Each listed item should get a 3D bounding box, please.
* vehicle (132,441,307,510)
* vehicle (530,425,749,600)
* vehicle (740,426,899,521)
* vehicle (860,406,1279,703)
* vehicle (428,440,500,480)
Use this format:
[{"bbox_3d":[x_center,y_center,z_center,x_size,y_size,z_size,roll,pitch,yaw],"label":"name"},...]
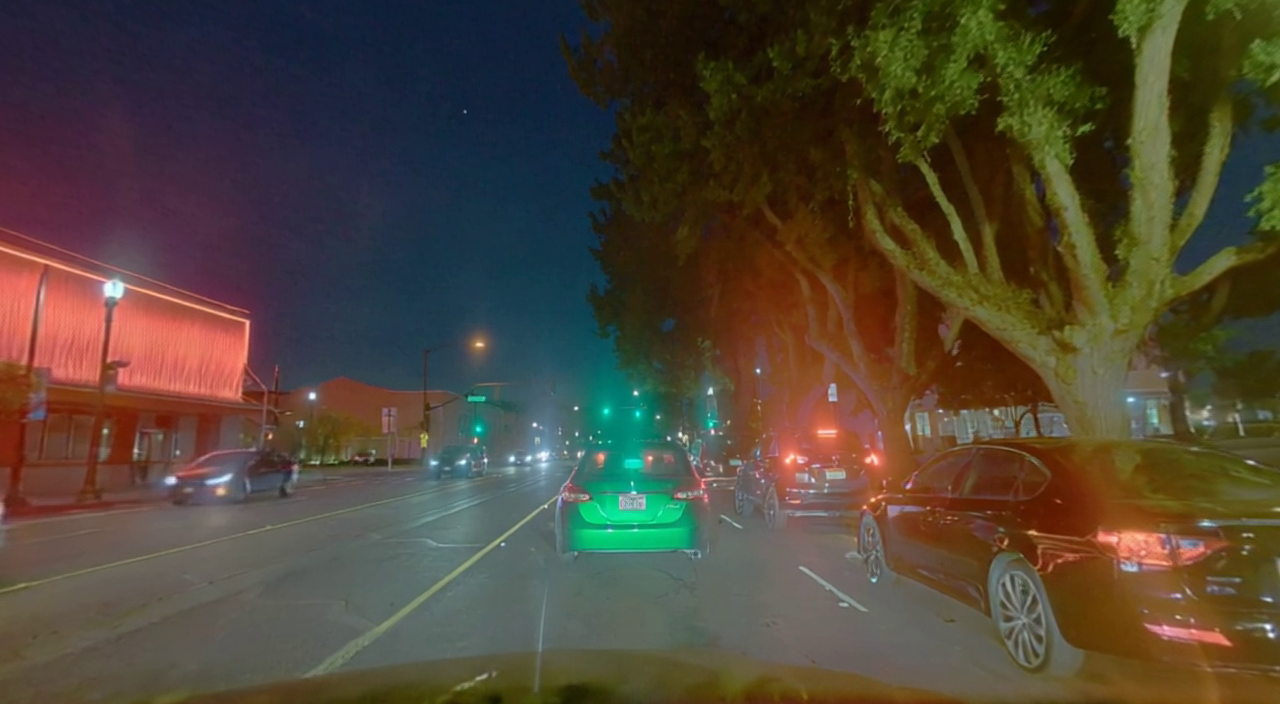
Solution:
[{"bbox_3d":[-12.004,3.517,18.509,2.004,1.732,4.530,0,-9,0],"label":"vehicle"},{"bbox_3d":[-0.019,1.660,7.306,1.887,1.487,3.535,0,-9,0],"label":"vehicle"},{"bbox_3d":[3.534,2.483,13.420,2.025,1.660,4.263,0,-9,-1],"label":"vehicle"},{"bbox_3d":[3.311,1.257,4.482,1.988,1.480,4.195,0,-9,0],"label":"vehicle"},{"bbox_3d":[-8.068,4.994,29.389,2.079,1.695,4.374,0,-9,0],"label":"vehicle"}]
